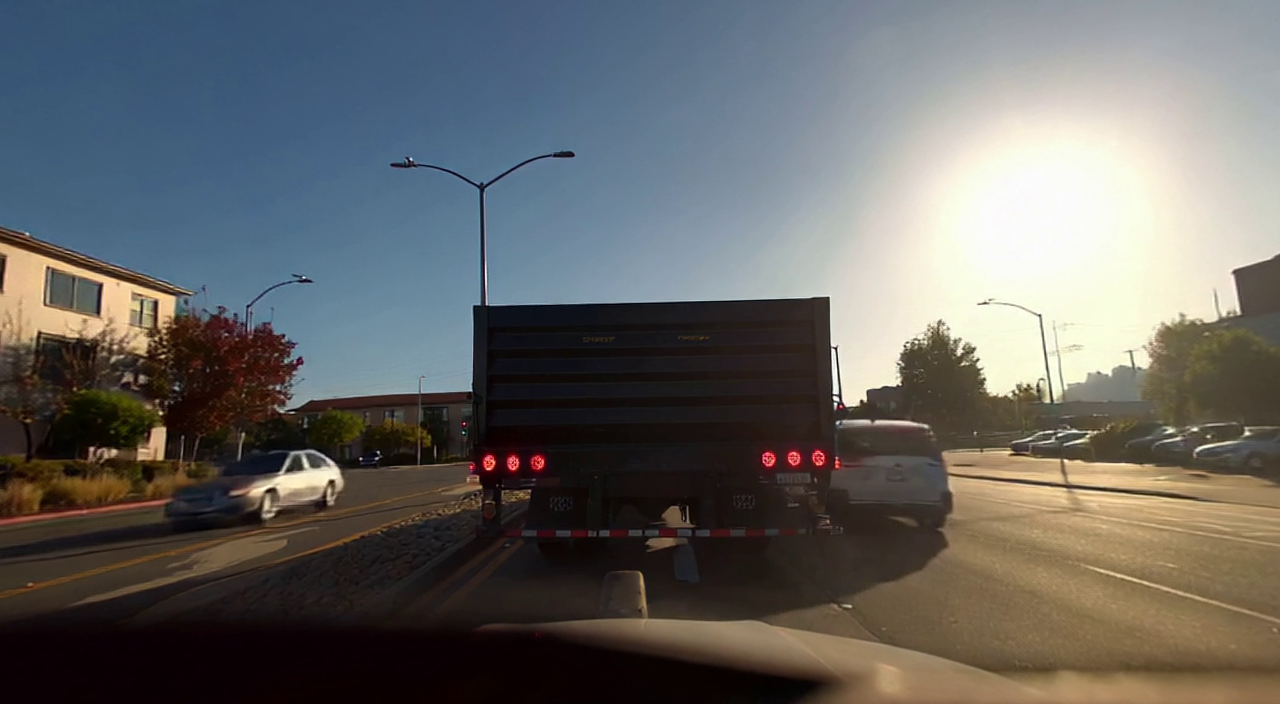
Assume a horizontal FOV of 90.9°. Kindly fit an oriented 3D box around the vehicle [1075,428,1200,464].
[{"bbox_3d":[23.118,4.388,29.439,4.171,1.614,1.894,-1,-8,1],"label":"vehicle"}]

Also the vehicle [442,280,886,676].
[{"bbox_3d":[0.267,1.247,7.403,2.650,2.391,7.008,-1,-8,2],"label":"vehicle"}]

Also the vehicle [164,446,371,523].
[{"bbox_3d":[-8.373,2.965,14.837,2.006,1.479,4.643,-1,-8,0],"label":"vehicle"}]

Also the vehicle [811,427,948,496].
[{"bbox_3d":[7.151,3.325,19.591,2.363,1.825,4.989,-1,-8,1],"label":"vehicle"}]

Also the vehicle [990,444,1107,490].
[{"bbox_3d":[14.283,4.005,22.338,1.702,1.475,3.670,-1,-8,1],"label":"vehicle"}]
